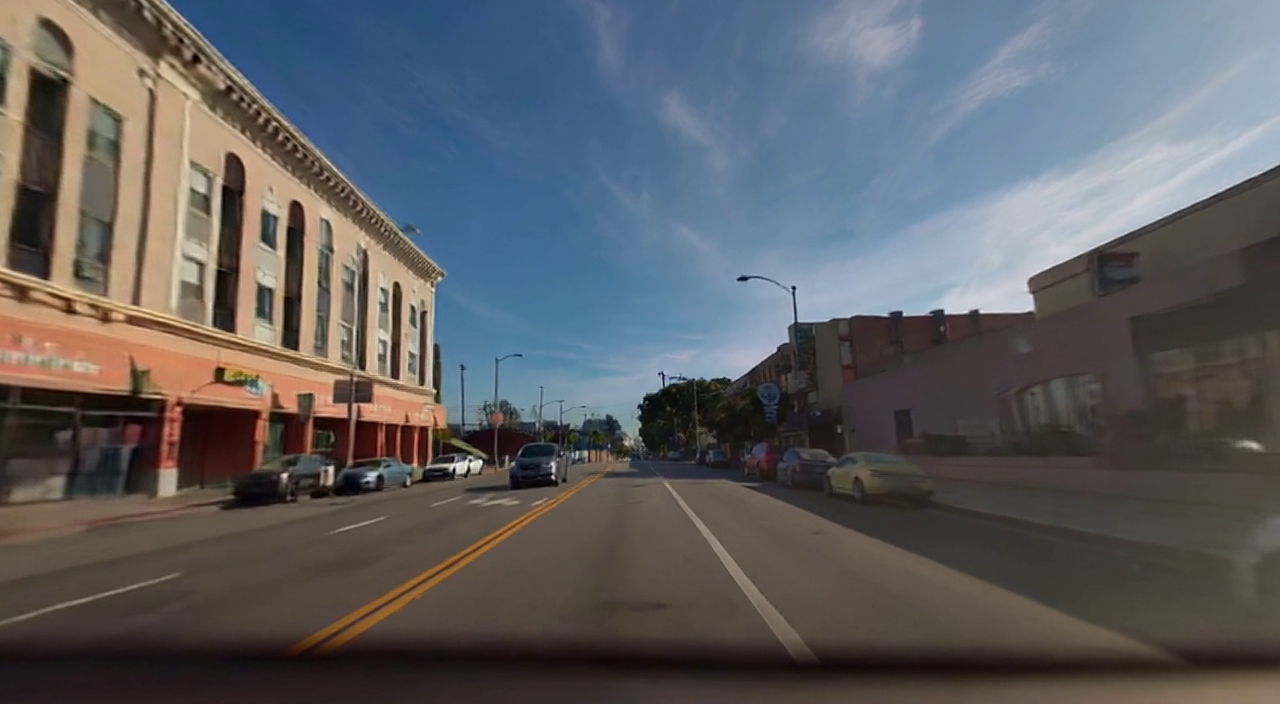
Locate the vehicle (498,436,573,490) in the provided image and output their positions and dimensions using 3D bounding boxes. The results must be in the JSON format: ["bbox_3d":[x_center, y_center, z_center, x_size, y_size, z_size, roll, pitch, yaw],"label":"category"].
[{"bbox_3d":[-3.596,3.884,22.535,1.980,1.718,4.120,0,-8,0],"label":"vehicle"}]

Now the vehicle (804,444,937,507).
[{"bbox_3d":[6.117,3.293,17.458,1.837,1.482,4.706,0,-8,-1],"label":"vehicle"}]

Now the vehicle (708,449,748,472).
[{"bbox_3d":[6.034,7.506,43.863,1.902,1.484,4.714,0,-8,-2],"label":"vehicle"}]

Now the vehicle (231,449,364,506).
[{"bbox_3d":[-10.265,3.751,19.333,1.812,1.531,3.934,0,-8,1],"label":"vehicle"}]

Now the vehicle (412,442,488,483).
[{"bbox_3d":[-10.050,5.836,33.912,2.137,1.982,5.794,-1,-8,2],"label":"vehicle"}]
